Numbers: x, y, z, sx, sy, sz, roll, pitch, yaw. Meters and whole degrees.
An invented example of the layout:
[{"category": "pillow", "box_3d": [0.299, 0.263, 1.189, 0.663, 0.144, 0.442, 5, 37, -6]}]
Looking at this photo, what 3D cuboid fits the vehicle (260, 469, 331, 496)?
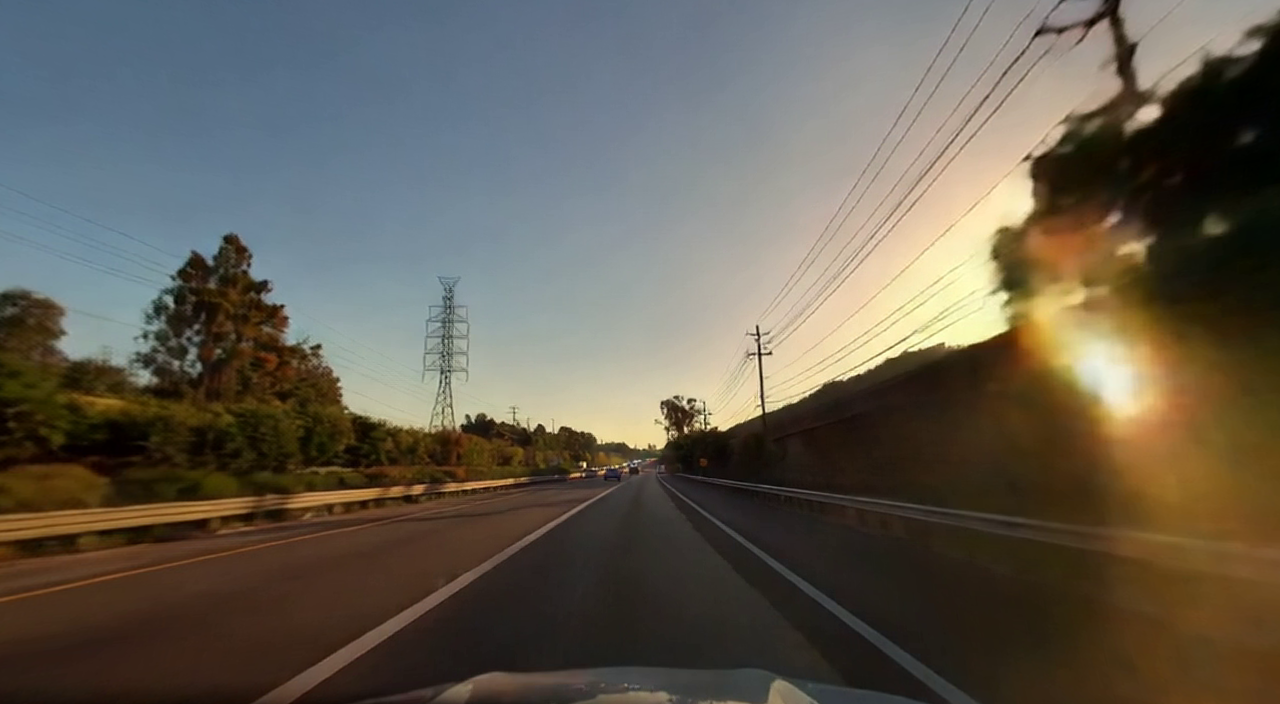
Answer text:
[{"category": "vehicle", "box_3d": [-19.672, 7.440, 36.042, 1.791, 1.430, 3.800, 1, -10, 1]}]
